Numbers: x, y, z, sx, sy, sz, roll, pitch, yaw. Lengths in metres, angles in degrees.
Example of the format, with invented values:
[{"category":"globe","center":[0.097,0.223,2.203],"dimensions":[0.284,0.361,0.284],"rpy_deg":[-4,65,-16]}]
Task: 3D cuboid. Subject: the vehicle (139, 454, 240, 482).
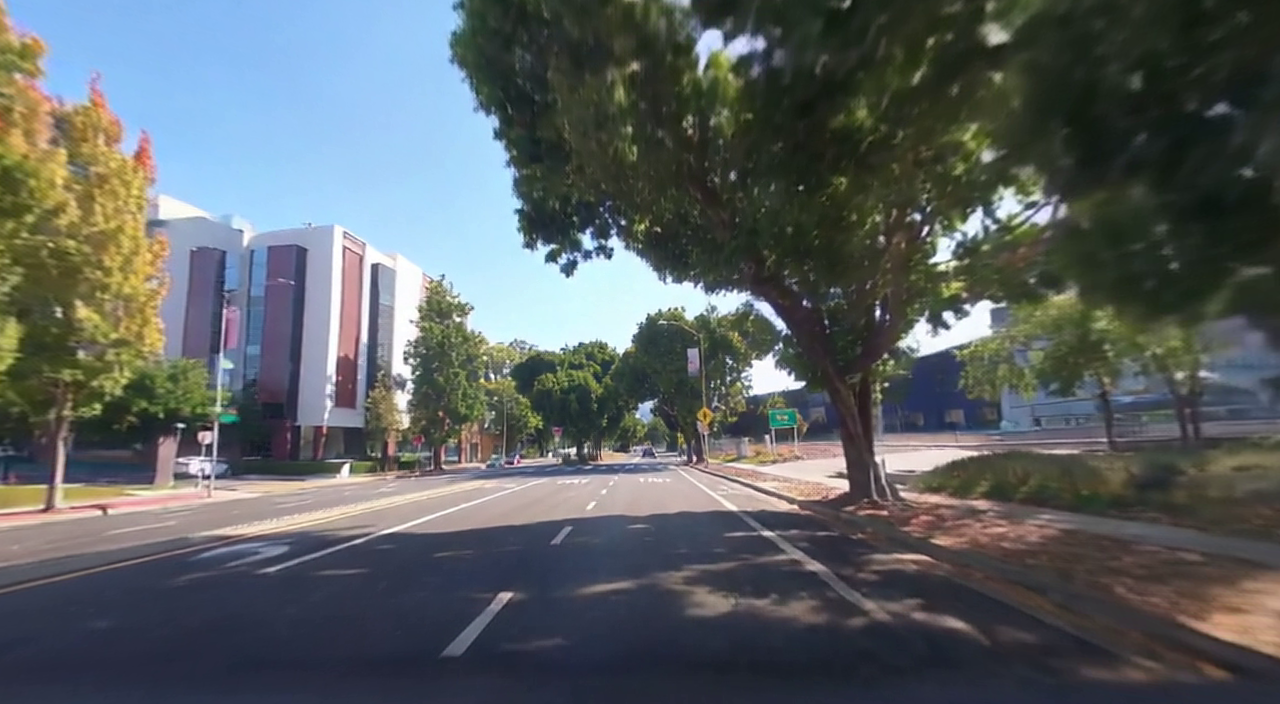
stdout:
[{"category":"vehicle","center":[-29.214,7.553,40.967],"dimensions":[4.899,1.535,1.926],"rpy_deg":[-1,-10,-6]}]
